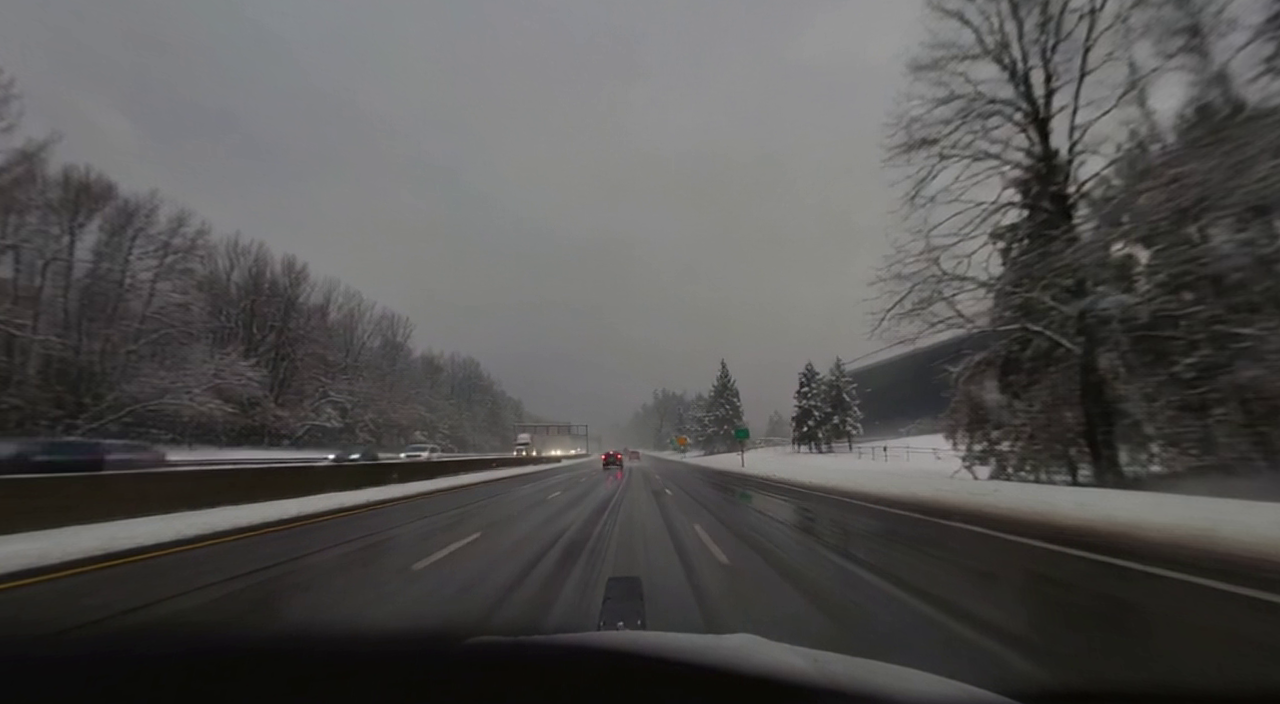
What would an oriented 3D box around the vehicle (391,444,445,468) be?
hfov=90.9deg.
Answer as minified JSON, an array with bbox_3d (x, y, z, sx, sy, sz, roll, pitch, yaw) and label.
[{"bbox_3d":[-14.531,6.825,41.489,1.870,1.489,4.417,0,-9,1],"label":"vehicle"}]

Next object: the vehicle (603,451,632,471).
[{"bbox_3d":[-1.701,8.329,48.462,2.011,1.468,3.883,0,-9,1],"label":"vehicle"}]

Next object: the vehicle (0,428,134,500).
[{"bbox_3d":[-14.577,2.560,14.567,1.927,1.514,4.550,0,-9,0],"label":"vehicle"}]

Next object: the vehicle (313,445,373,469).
[{"bbox_3d":[-18.752,6.665,40.007,1.949,1.442,3.753,0,-9,0],"label":"vehicle"}]
